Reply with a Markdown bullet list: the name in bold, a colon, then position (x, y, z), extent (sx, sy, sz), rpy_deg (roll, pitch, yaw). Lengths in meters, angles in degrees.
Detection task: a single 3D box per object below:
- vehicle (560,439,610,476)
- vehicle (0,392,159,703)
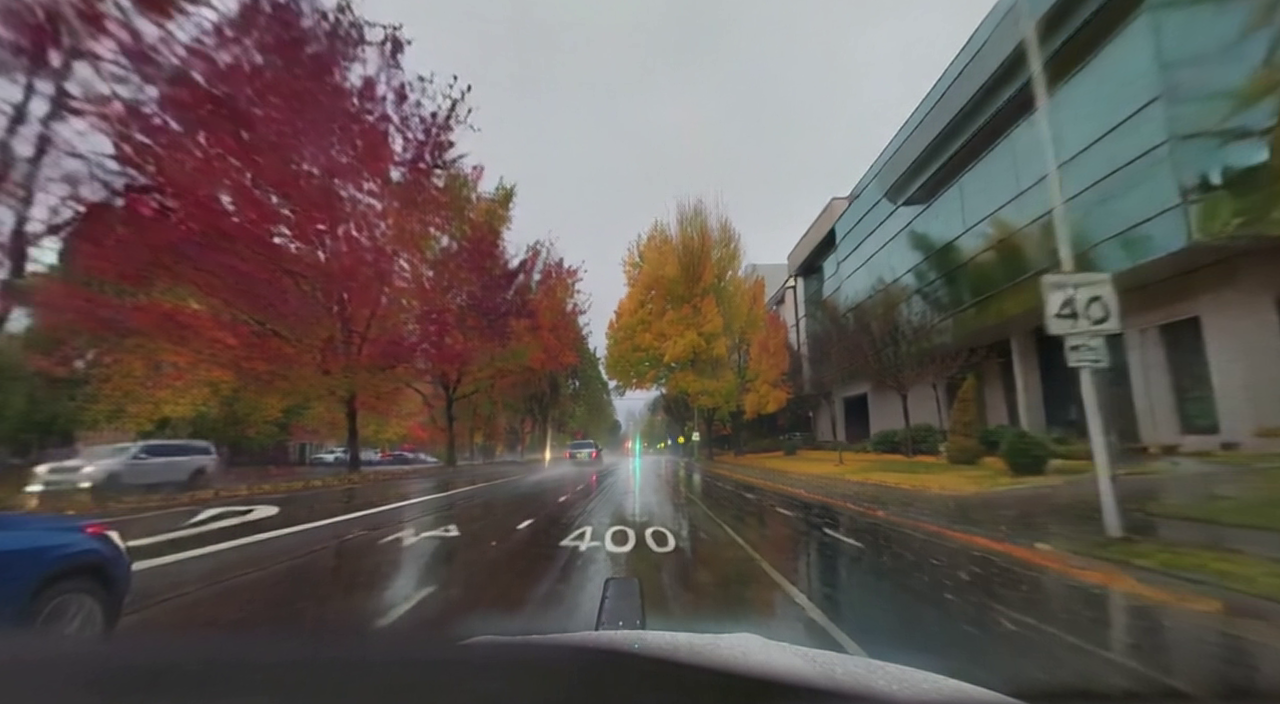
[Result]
- **vehicle**: position (-2.853, 5.617, 33.730), extent (2.112, 1.779, 4.489), rpy_deg (0, -9, 2)
- **vehicle**: position (-3.778, 0.740, 1.424), extent (1.923, 1.528, 4.309), rpy_deg (0, -9, 0)
